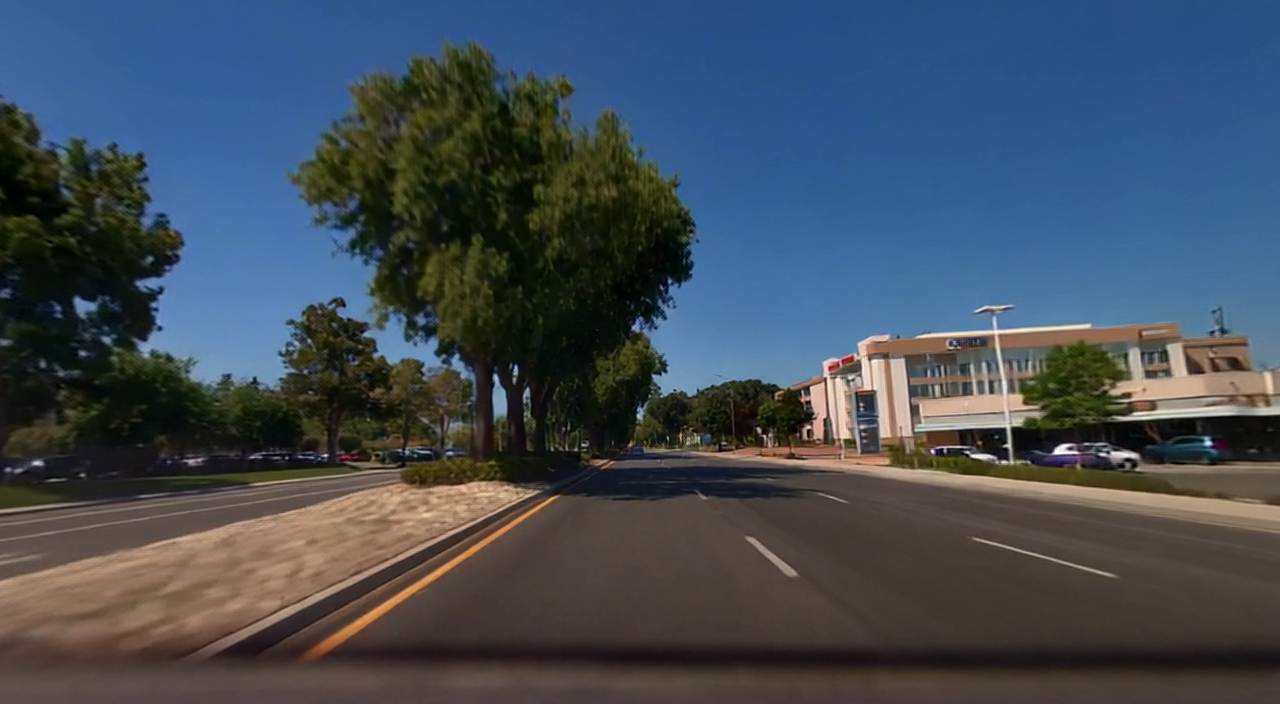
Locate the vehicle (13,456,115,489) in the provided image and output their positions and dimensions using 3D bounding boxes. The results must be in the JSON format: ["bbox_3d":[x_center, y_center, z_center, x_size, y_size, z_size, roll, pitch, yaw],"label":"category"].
[{"bbox_3d":[-35.637,7.462,39.305,1.983,1.818,4.590,0,-8,0],"label":"vehicle"}]

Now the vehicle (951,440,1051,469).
[{"bbox_3d":[20.176,5.734,35.472,4.333,1.507,2.101,0,-8,-1],"label":"vehicle"}]

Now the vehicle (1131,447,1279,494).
[{"bbox_3d":[20.064,4.086,21.853,4.403,1.436,1.918,-2,-10,1],"label":"vehicle"}]
